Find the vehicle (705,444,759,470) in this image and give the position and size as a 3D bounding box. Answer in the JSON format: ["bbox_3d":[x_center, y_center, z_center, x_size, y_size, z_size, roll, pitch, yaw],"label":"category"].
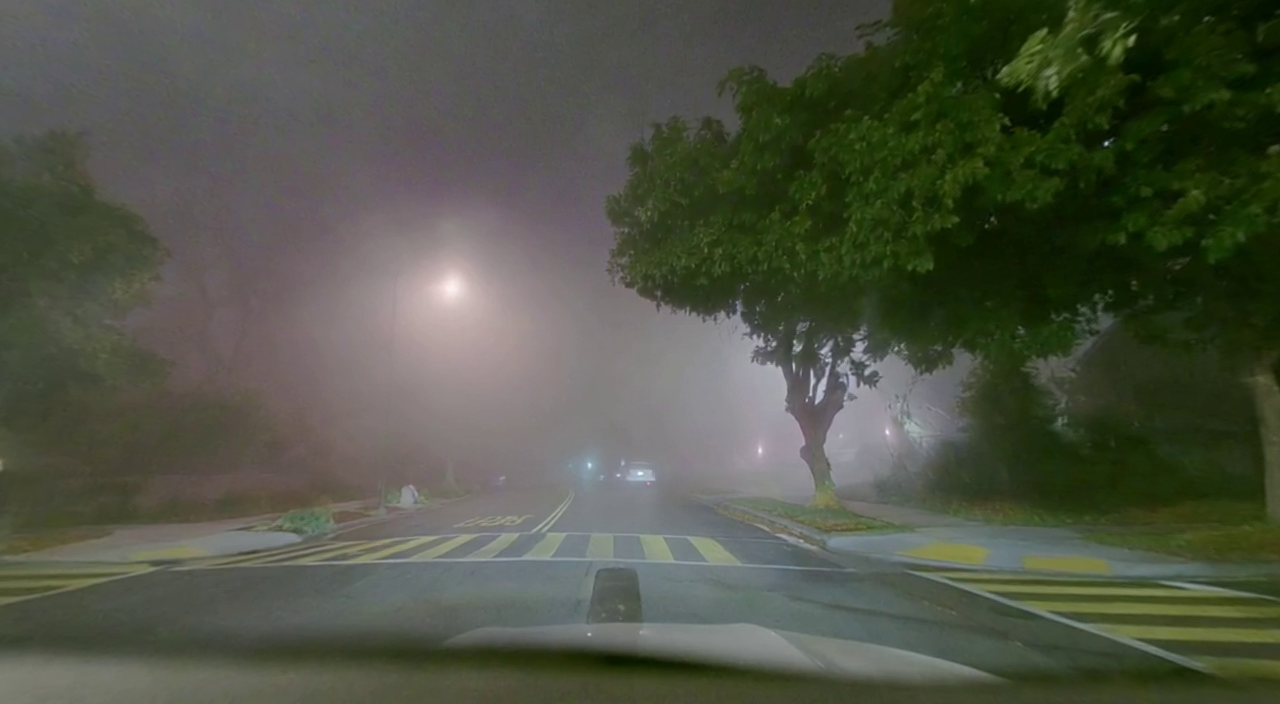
[{"bbox_3d":[7.173,8.050,48.781,2.100,1.857,4.611,-7,-11,36],"label":"vehicle"}]

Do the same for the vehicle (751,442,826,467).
[{"bbox_3d":[10.000,6.915,42.727,4.639,1.634,2.005,0,-8,5],"label":"vehicle"}]

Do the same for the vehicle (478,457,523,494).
[{"bbox_3d":[-8.213,7.263,37.485,2.155,1.729,4.799,0,-6,-7],"label":"vehicle"}]

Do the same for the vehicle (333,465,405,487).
[{"bbox_3d":[-20.060,9.175,46.809,4.527,1.466,1.880,-2,-9,10],"label":"vehicle"}]

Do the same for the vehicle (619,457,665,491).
[{"bbox_3d":[0.055,7.416,38.736,2.229,1.826,4.611,1,-9,-7],"label":"vehicle"}]
